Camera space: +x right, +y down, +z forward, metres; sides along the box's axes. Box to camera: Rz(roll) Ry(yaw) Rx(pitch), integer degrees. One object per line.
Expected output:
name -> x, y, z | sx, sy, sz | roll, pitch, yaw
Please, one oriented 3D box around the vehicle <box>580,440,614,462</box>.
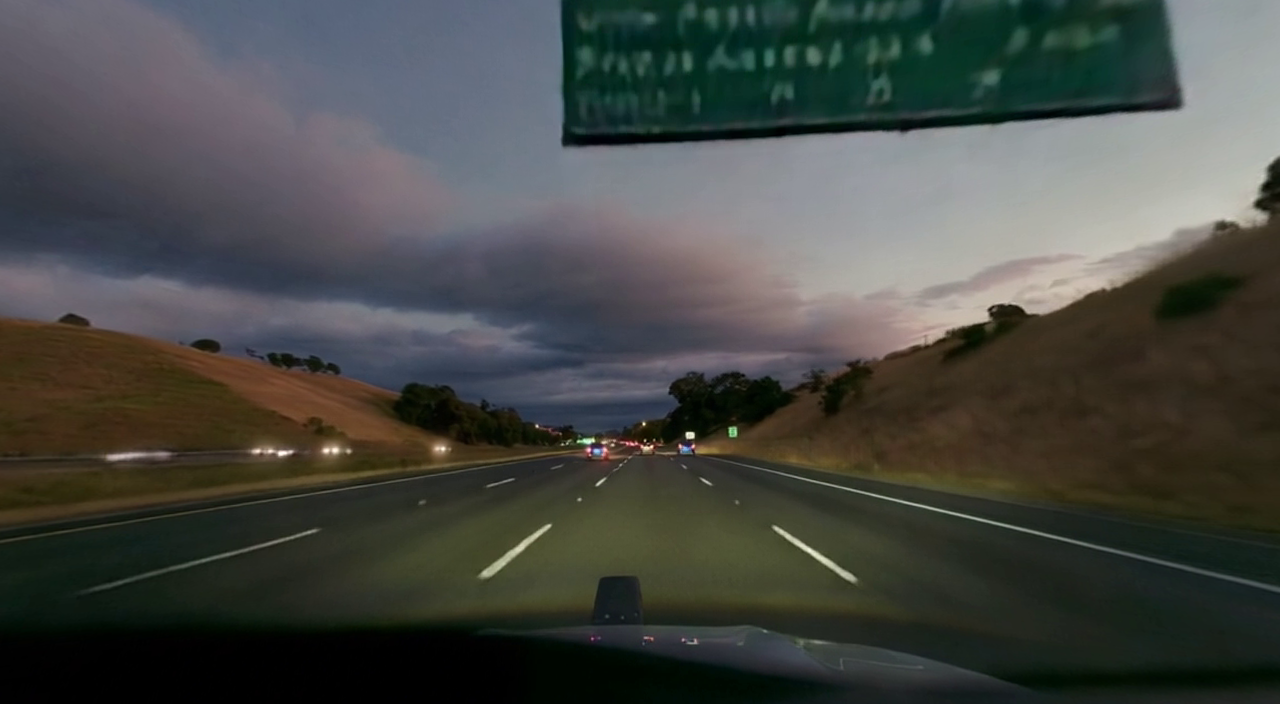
vehicle -> -3.227, 7.453, 47.757 | 2.159, 1.562, 4.441 | -1, -8, 1
